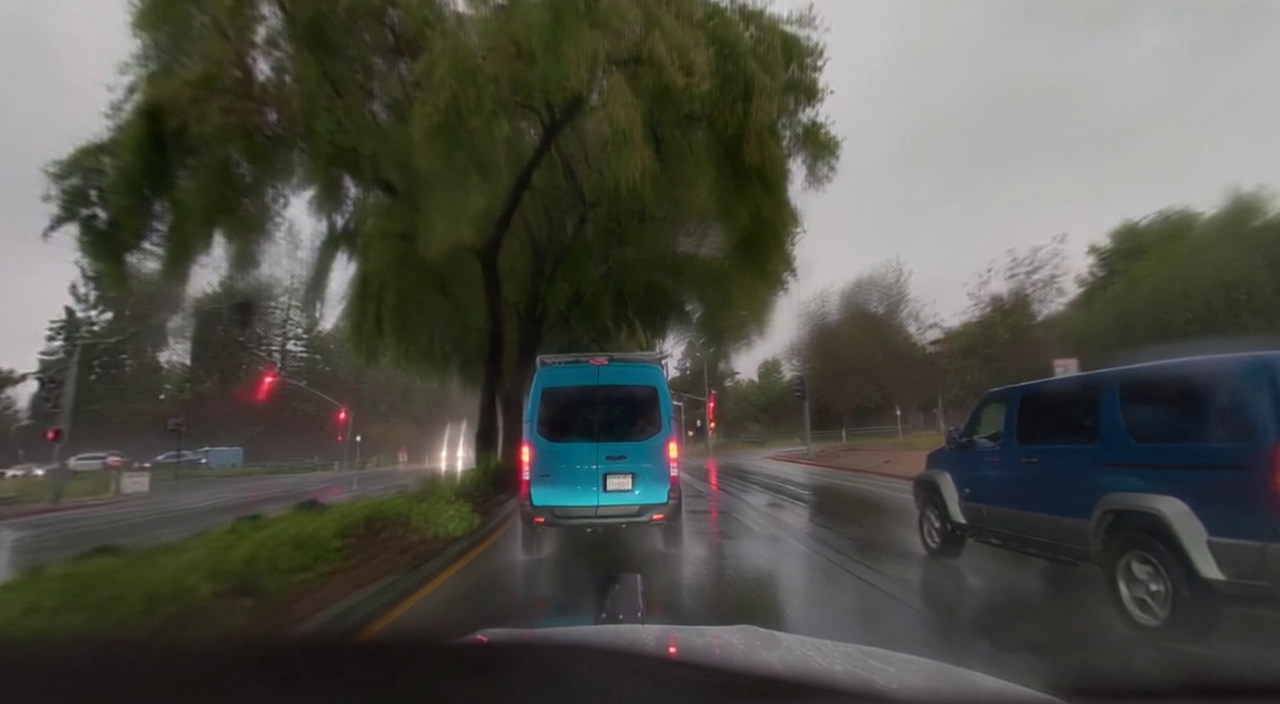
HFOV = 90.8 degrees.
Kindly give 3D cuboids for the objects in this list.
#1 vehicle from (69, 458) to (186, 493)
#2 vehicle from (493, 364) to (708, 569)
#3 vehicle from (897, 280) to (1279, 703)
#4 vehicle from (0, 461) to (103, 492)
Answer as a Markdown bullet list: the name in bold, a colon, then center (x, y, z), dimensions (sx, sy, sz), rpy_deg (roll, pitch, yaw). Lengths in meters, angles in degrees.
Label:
- **vehicle**: center (-27.453, 6.572, 33.885), dimensions (4.857, 1.729, 2.029), rpy_deg (-1, -8, 10)
- **vehicle**: center (-0.356, 1.456, 8.569), dimensions (2.145, 2.046, 4.309), rpy_deg (0, -8, 1)
- **vehicle**: center (3.663, 0.905, 4.420), dimensions (1.988, 1.873, 3.968), rpy_deg (0, -8, 0)
- **vehicle**: center (-35.351, 7.417, 37.779), dimensions (4.573, 1.691, 1.877), rpy_deg (0, -9, -4)
